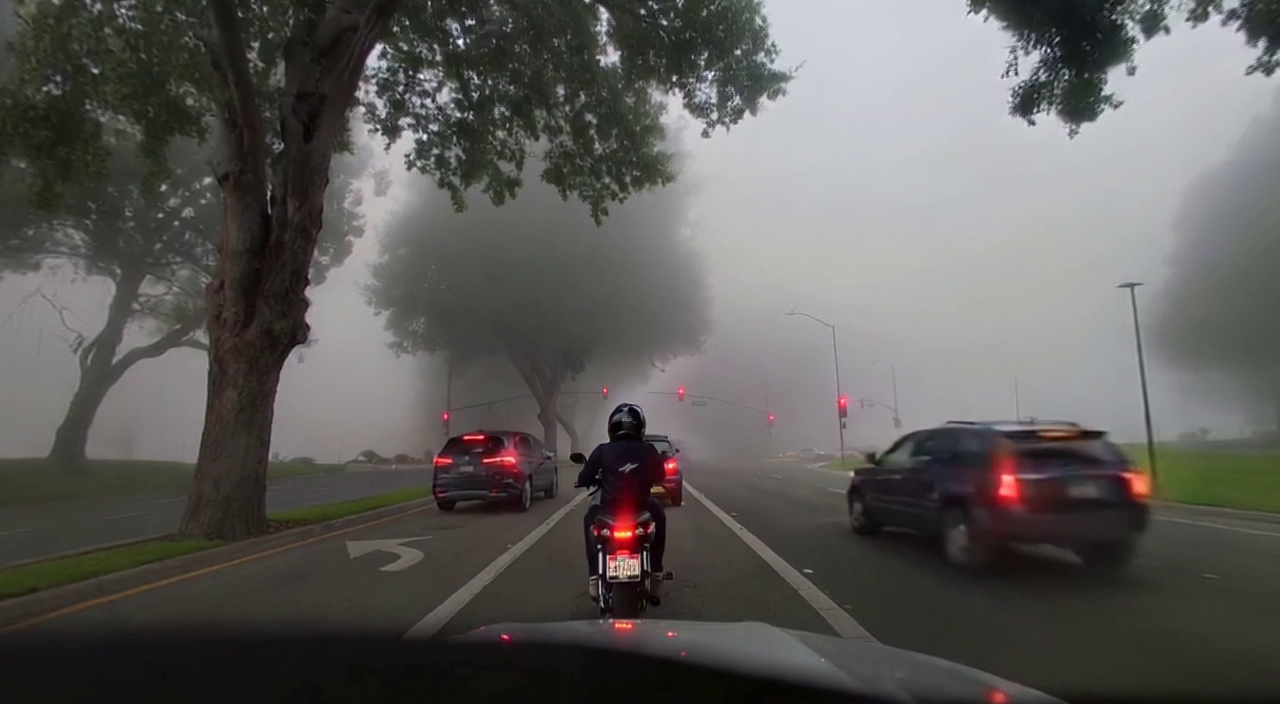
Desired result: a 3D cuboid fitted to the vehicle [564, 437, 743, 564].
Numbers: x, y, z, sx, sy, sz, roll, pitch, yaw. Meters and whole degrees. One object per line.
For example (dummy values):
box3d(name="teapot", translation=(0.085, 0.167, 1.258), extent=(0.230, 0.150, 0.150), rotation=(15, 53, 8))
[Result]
box3d(name="vehicle", translation=(0.126, 2.059, 9.651), extent=(2.093, 1.450, 4.437), rotation=(0, -8, -1))

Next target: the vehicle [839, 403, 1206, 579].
box3d(name="vehicle", translation=(4.334, 1.631, 8.207), extent=(2.075, 1.661, 4.229), rotation=(0, -8, 0))

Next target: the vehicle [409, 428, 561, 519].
box3d(name="vehicle", translation=(-3.195, 2.622, 14.250), extent=(2.056, 1.647, 5.045), rotation=(-1, -8, 1))
